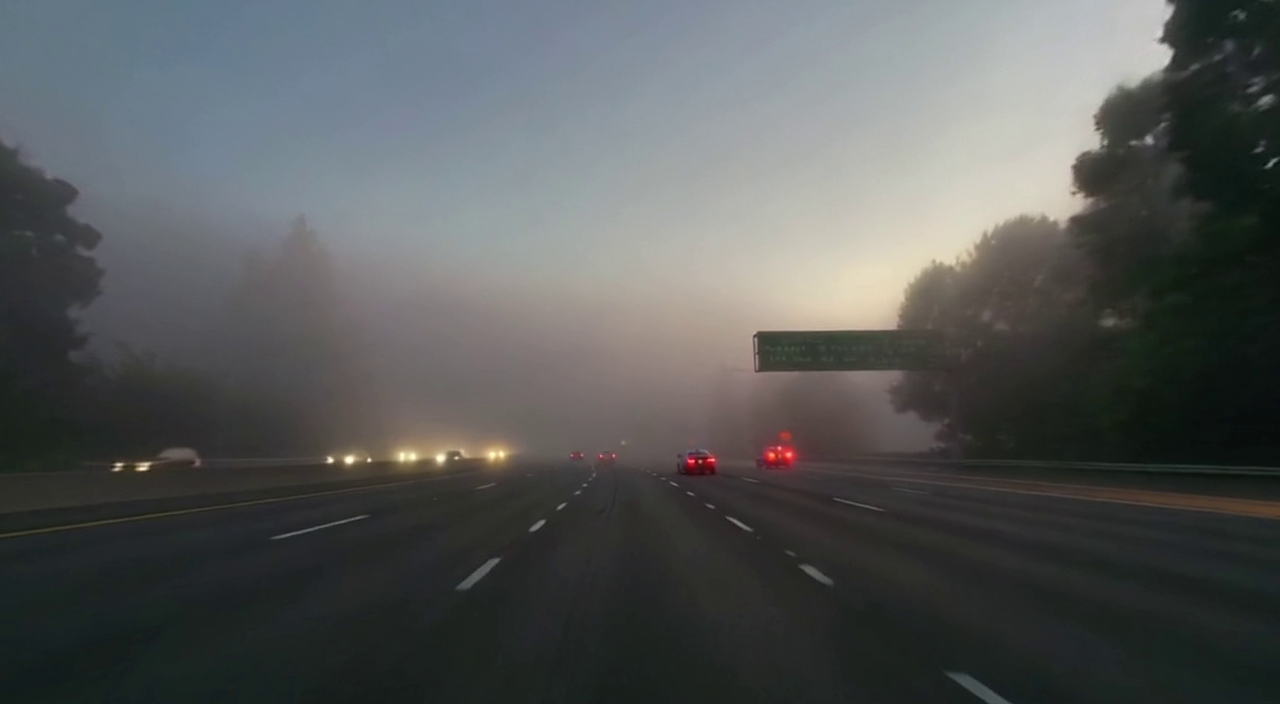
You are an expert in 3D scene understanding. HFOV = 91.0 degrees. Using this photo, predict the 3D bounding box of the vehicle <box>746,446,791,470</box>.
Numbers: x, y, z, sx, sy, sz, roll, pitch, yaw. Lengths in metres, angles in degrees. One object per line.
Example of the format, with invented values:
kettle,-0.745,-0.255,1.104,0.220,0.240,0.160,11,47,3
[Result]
vehicle,9.368,7.804,46.287,1.909,1.634,4.739,1,-9,-6

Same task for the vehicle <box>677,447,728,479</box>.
vehicle,3.206,5.808,33.122,1.975,1.562,3.823,1,-9,-5

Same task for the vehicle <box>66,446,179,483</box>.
vehicle,-28.991,6.328,35.573,2.106,1.879,5.124,0,-9,-2
